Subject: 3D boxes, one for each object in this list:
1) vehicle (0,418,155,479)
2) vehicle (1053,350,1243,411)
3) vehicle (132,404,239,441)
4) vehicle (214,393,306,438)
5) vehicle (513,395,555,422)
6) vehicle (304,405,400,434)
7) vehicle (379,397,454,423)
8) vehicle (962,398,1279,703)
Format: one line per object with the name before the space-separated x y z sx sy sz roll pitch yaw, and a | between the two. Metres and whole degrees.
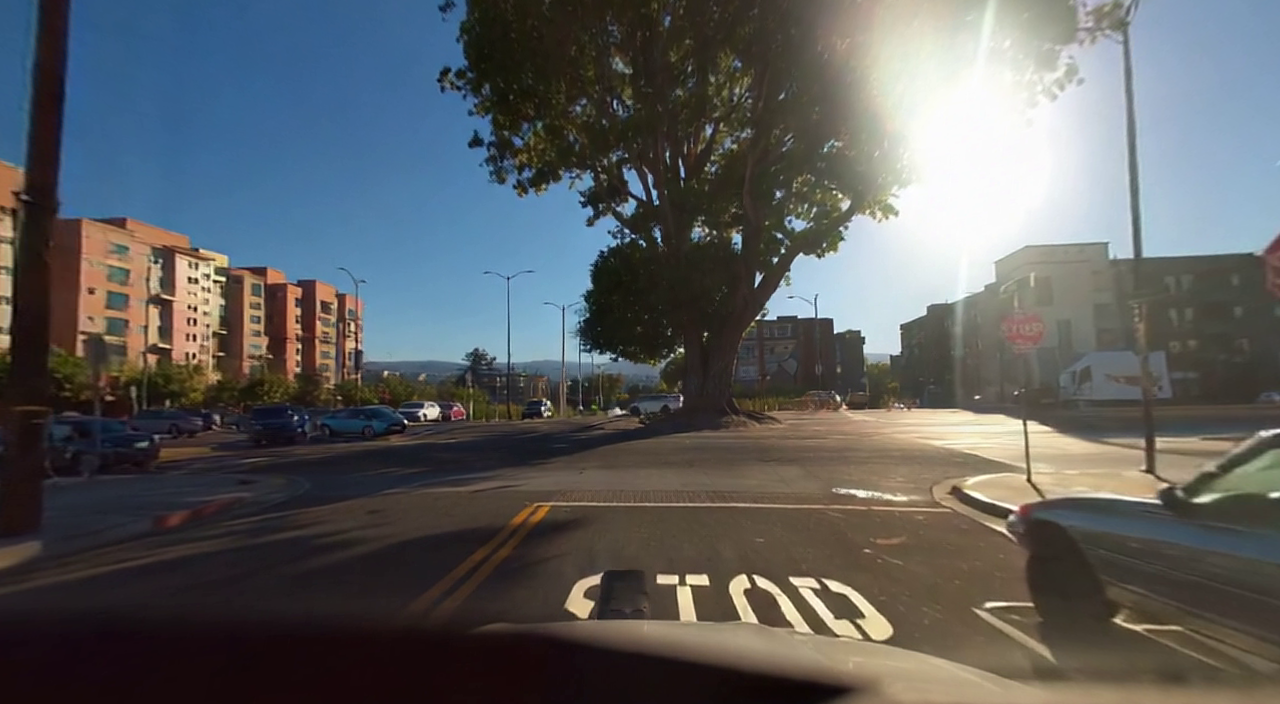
vehicle | -16.935 2.757 18.069 4.525 1.596 2.085 -1 -8 8
vehicle | 35.162 2.011 43.865 10.986 3.604 2.707 -3 -6 -3
vehicle | -24.816 3.878 34.474 4.696 1.801 1.948 -3 -7 10
vehicle | -20.293 3.451 33.785 3.506 2.261 2.158 -1 -8 8
vehicle | -6.774 3.698 40.827 2.156 1.620 4.945 2 -6 -4
vehicle | -15.108 3.567 33.143 4.233 1.432 1.755 -1 -8 9
vehicle | -15.744 4.161 44.592 2.010 1.583 4.582 -6 -10 36
vehicle | 3.499 0.934 2.478 2.025 1.492 4.291 0 -8 -3
